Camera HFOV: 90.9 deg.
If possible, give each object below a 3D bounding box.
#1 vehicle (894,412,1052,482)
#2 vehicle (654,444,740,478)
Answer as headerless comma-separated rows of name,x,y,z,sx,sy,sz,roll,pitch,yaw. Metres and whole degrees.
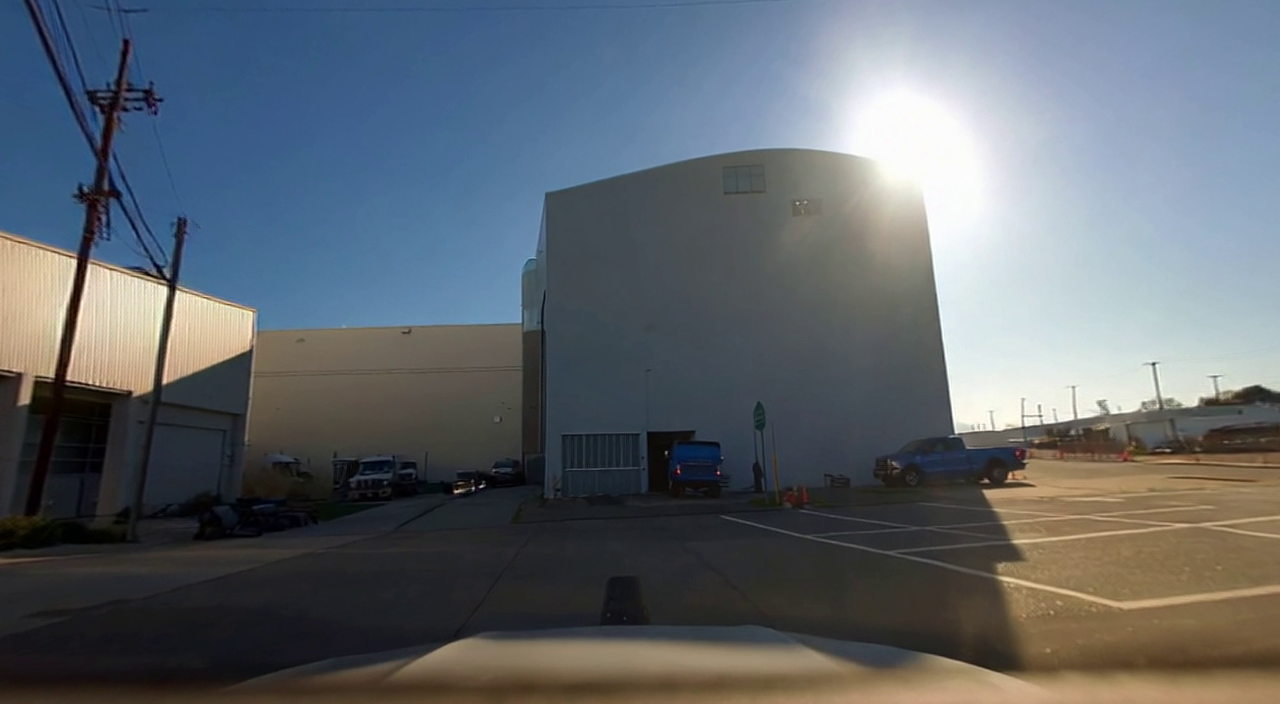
vehicle,16.533,4.801,31.638,6.271,3.004,2.298,-4,-11,3
vehicle,3.641,7.015,40.847,5.207,2.103,1.997,1,-8,-6
